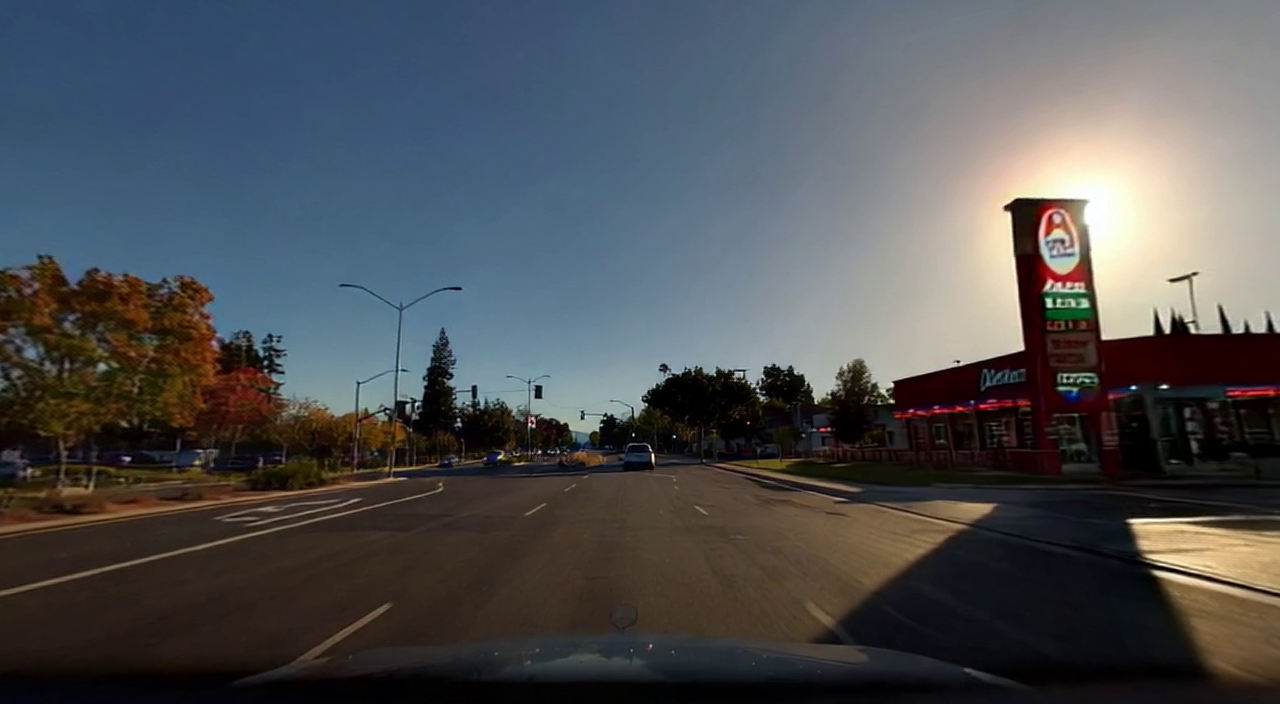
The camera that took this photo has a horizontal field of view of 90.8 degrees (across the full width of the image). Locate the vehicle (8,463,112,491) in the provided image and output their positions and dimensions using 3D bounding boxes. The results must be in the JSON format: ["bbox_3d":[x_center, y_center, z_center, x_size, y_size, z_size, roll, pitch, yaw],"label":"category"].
[{"bbox_3d":[-32.171,6.919,35.120,3.791,1.473,1.942,0,-9,-2],"label":"vehicle"}]

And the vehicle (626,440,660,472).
[{"bbox_3d":[0.228,6.791,41.389,2.096,1.961,4.259,0,-9,2],"label":"vehicle"}]
